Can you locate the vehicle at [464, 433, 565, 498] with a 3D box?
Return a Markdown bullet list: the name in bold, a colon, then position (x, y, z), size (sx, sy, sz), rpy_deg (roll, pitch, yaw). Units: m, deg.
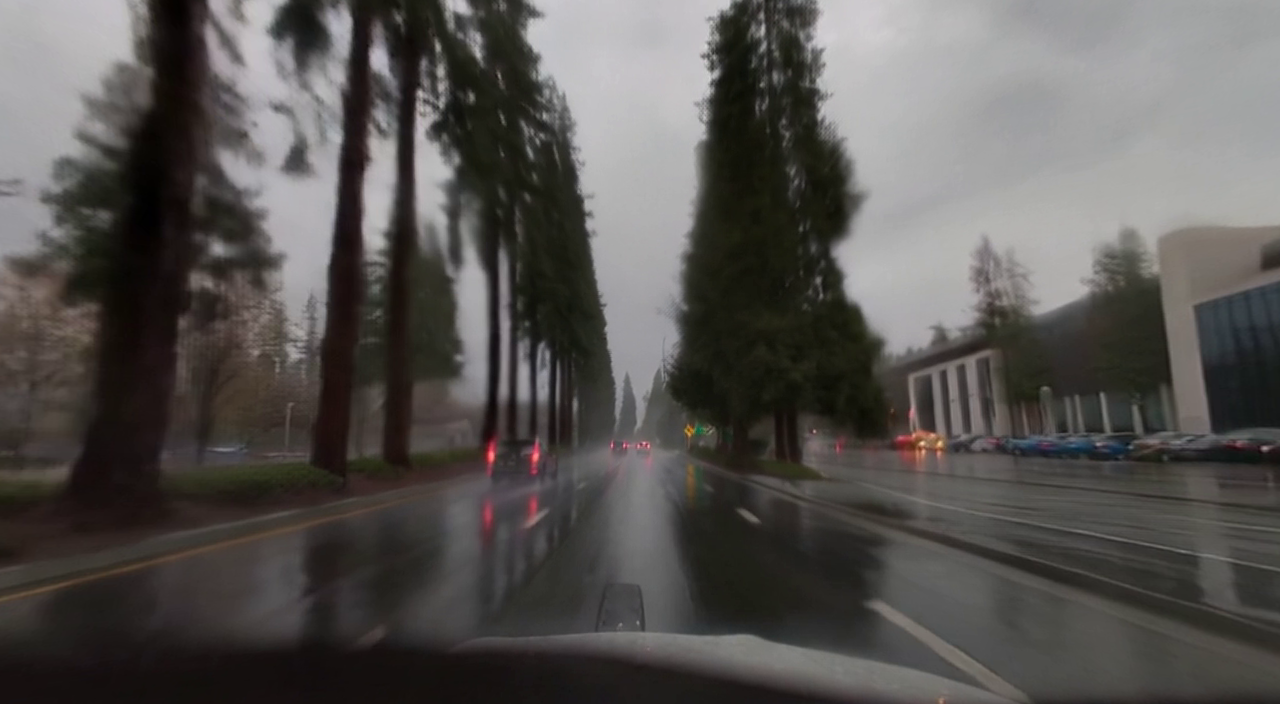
- **vehicle**: position (-3.367, 3.119, 17.789), size (1.942, 1.588, 4.172), rpy_deg (0, -8, 1)
